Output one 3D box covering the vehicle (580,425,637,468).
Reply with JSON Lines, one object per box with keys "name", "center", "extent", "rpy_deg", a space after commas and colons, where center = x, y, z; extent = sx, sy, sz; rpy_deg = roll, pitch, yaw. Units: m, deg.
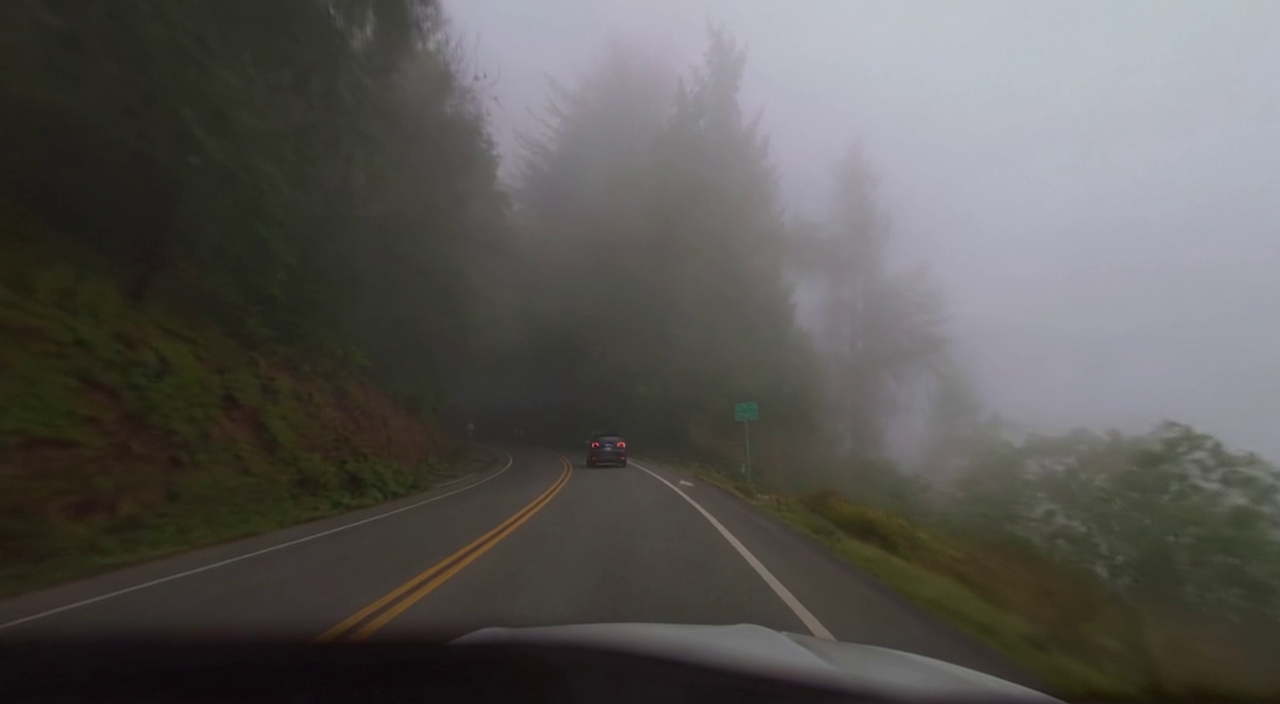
{"name": "vehicle", "center": [-1.692, 4.715, 31.623], "extent": [2.469, 1.953, 5.605], "rpy_deg": [1, -9, -6]}
